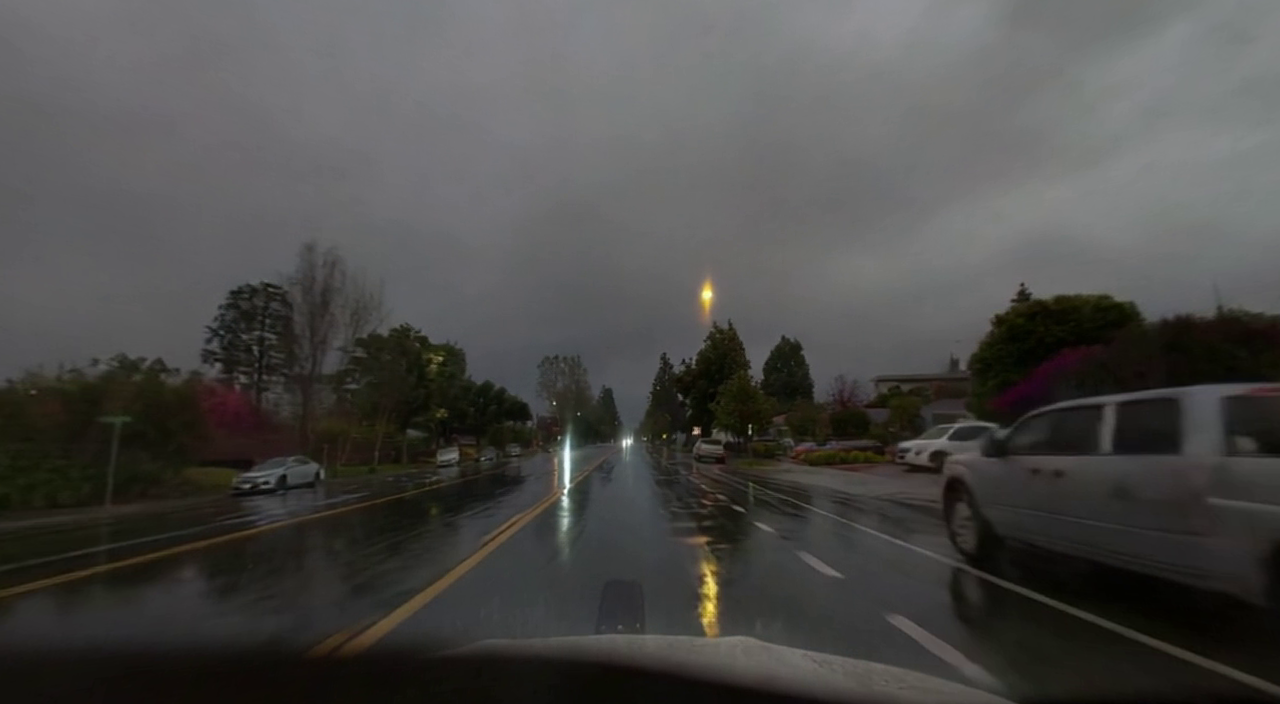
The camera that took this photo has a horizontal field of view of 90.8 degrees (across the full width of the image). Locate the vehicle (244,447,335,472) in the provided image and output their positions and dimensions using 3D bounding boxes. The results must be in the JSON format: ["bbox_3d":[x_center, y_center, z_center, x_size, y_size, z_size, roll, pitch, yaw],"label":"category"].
[{"bbox_3d":[-21.761,6.663,39.319,4.413,1.477,2.100,0,-8,1],"label":"vehicle"}]

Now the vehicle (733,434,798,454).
[{"bbox_3d":[9.488,7.011,48.163,4.501,1.502,1.975,0,-8,-1],"label":"vehicle"}]

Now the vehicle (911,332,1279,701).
[{"bbox_3d":[4.400,1.023,4.504,2.293,1.858,5.868,0,-8,0],"label":"vehicle"}]

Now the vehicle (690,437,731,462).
[{"bbox_3d":[4.198,5.885,38.247,1.970,1.455,4.233,0,-8,-1],"label":"vehicle"}]
